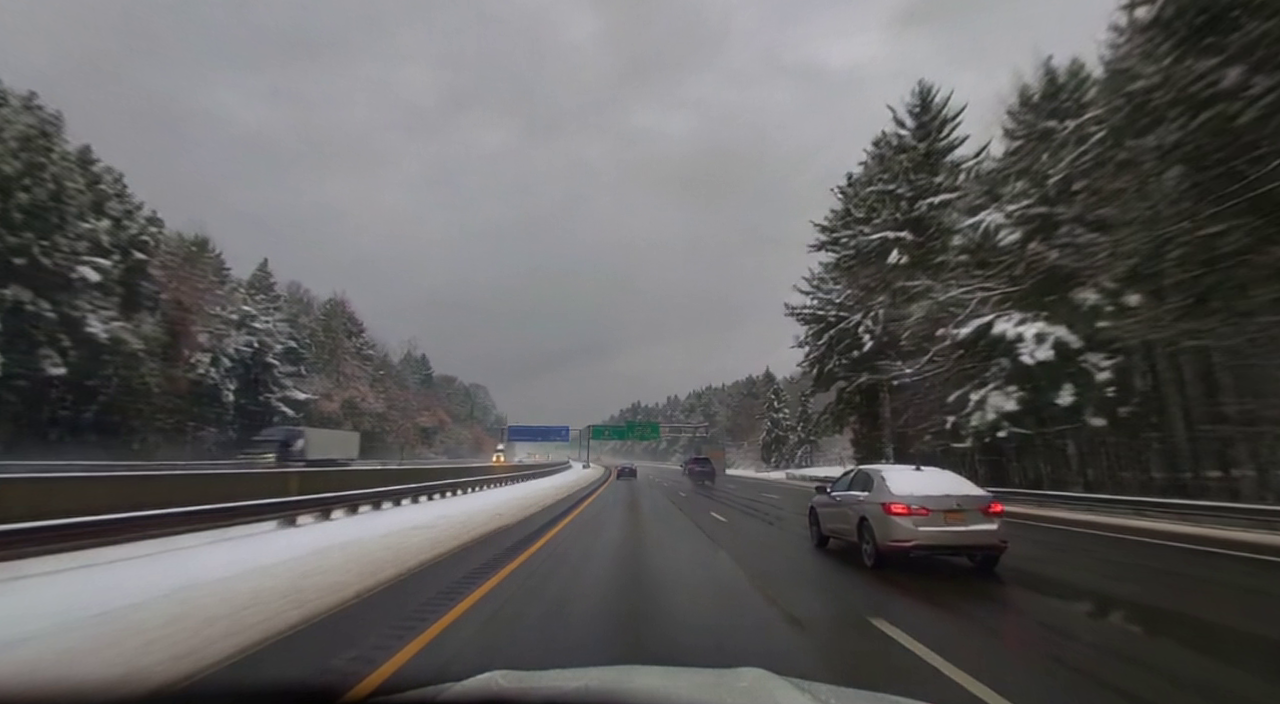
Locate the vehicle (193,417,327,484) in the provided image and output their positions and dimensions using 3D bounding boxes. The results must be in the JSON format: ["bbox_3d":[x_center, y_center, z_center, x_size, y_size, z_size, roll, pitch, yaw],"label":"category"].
[{"bbox_3d":[-17.500,4.711,29.581,2.486,2.753,5.968,1,-11,-1],"label":"vehicle"}]

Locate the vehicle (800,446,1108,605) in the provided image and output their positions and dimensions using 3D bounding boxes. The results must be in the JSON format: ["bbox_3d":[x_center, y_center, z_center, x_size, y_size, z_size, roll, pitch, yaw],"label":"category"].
[{"bbox_3d":[3.929,2.268,8.961,2.132,1.662,4.180,1,-11,-1],"label":"vehicle"}]

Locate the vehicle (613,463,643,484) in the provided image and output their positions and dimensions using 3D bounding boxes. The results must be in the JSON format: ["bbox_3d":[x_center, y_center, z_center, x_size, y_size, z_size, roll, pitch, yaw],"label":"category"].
[{"bbox_3d":[-0.923,9.518,49.454,2.242,1.525,4.305,1,-11,-1],"label":"vehicle"}]
